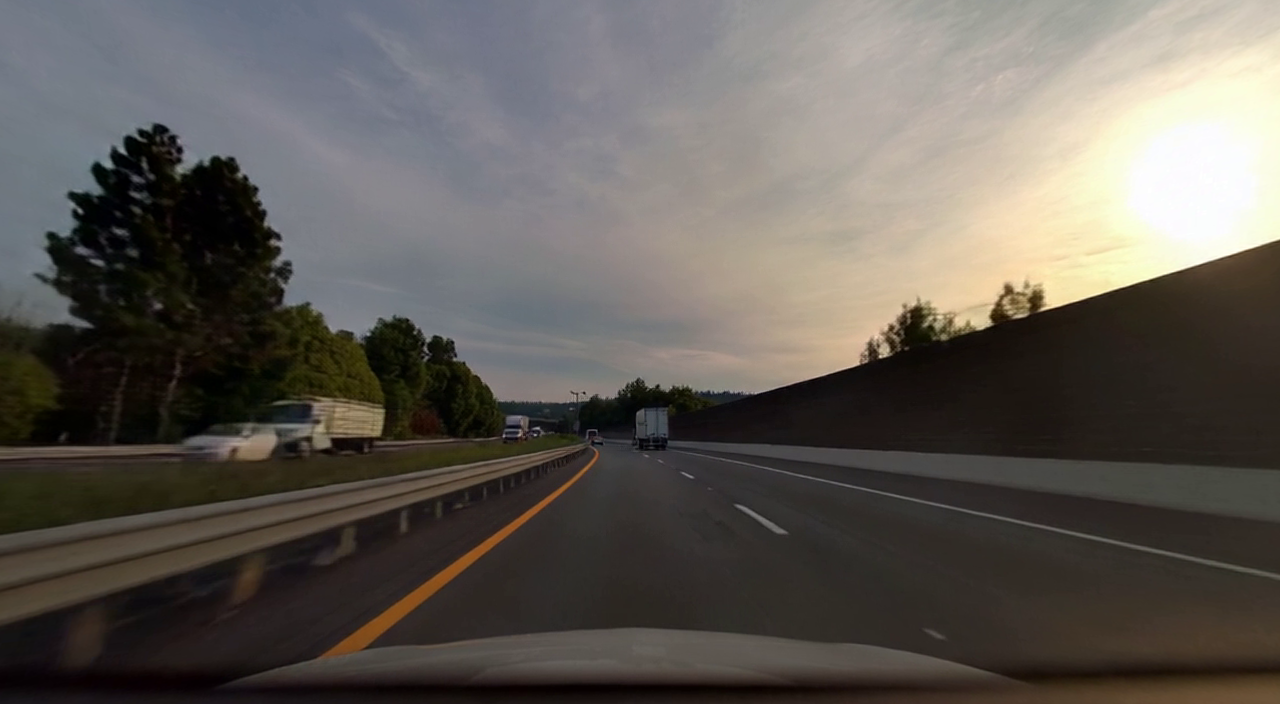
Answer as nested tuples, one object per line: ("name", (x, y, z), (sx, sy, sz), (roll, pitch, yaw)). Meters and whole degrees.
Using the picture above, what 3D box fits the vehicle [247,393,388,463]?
("vehicle", (-13.501, 3.312, 26.989), (2.953, 2.650, 5.903), (0, -8, -1))

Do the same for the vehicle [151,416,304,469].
("vehicle", (-13.181, 2.951, 20.555), (2.027, 1.507, 4.580), (0, -8, -2))
